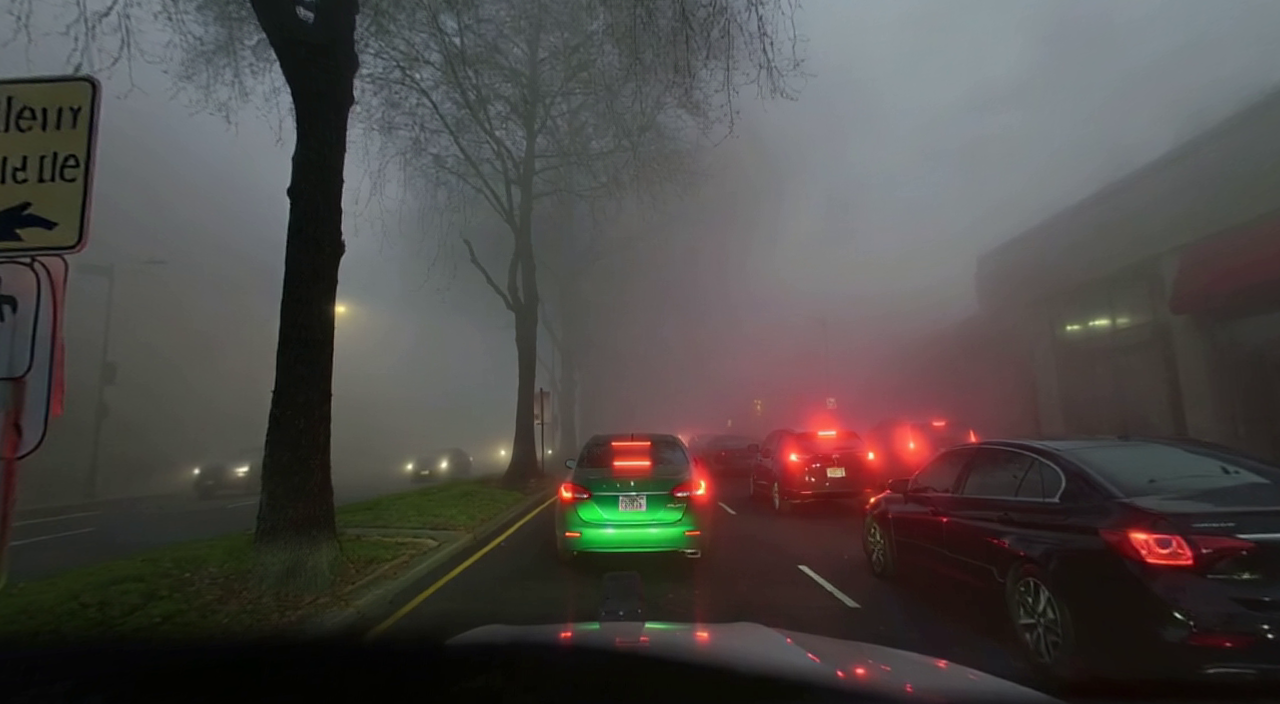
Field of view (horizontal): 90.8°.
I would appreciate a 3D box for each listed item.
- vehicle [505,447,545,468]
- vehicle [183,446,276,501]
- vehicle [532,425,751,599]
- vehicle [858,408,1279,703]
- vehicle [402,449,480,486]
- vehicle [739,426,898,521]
[{"bbox_3d":[-8.505,7.790,46.978,2.169,1.477,4.168,0,-9,0],"label":"vehicle"},{"bbox_3d":[-14.934,4.368,23.246,2.072,1.773,4.329,3,-9,-23],"label":"vehicle"},{"bbox_3d":[-0.003,1.659,7.312,1.887,1.487,3.535,0,-9,0],"label":"vehicle"},{"bbox_3d":[3.299,1.261,4.482,1.988,1.480,4.195,0,-9,0],"label":"vehicle"},{"bbox_3d":[-8.221,4.778,26.505,1.850,1.417,4.321,0,-9,0],"label":"vehicle"},{"bbox_3d":[3.517,2.490,13.415,2.025,1.660,4.263,0,-9,-1],"label":"vehicle"}]
